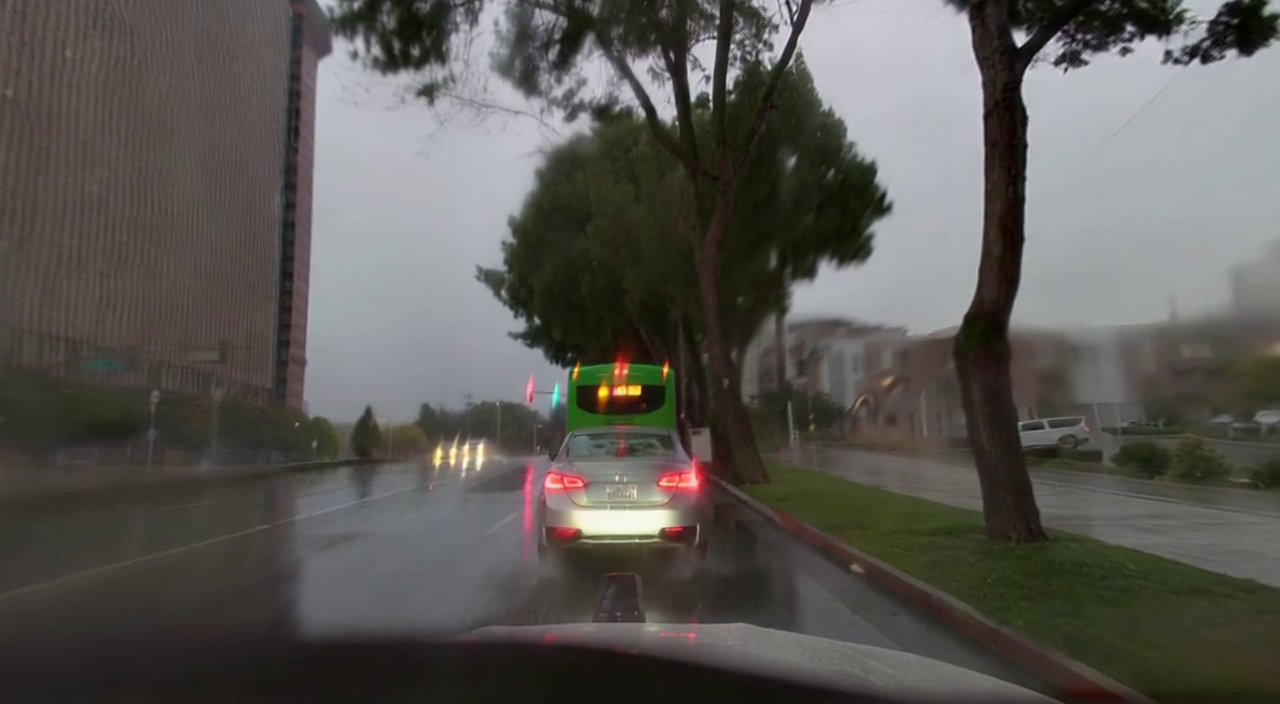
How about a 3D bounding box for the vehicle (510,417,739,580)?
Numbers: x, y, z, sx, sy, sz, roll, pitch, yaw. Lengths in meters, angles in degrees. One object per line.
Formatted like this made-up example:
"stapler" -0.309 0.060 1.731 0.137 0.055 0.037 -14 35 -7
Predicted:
"vehicle" -0.196 1.587 7.707 2.064 1.452 3.942 0 -8 -2
